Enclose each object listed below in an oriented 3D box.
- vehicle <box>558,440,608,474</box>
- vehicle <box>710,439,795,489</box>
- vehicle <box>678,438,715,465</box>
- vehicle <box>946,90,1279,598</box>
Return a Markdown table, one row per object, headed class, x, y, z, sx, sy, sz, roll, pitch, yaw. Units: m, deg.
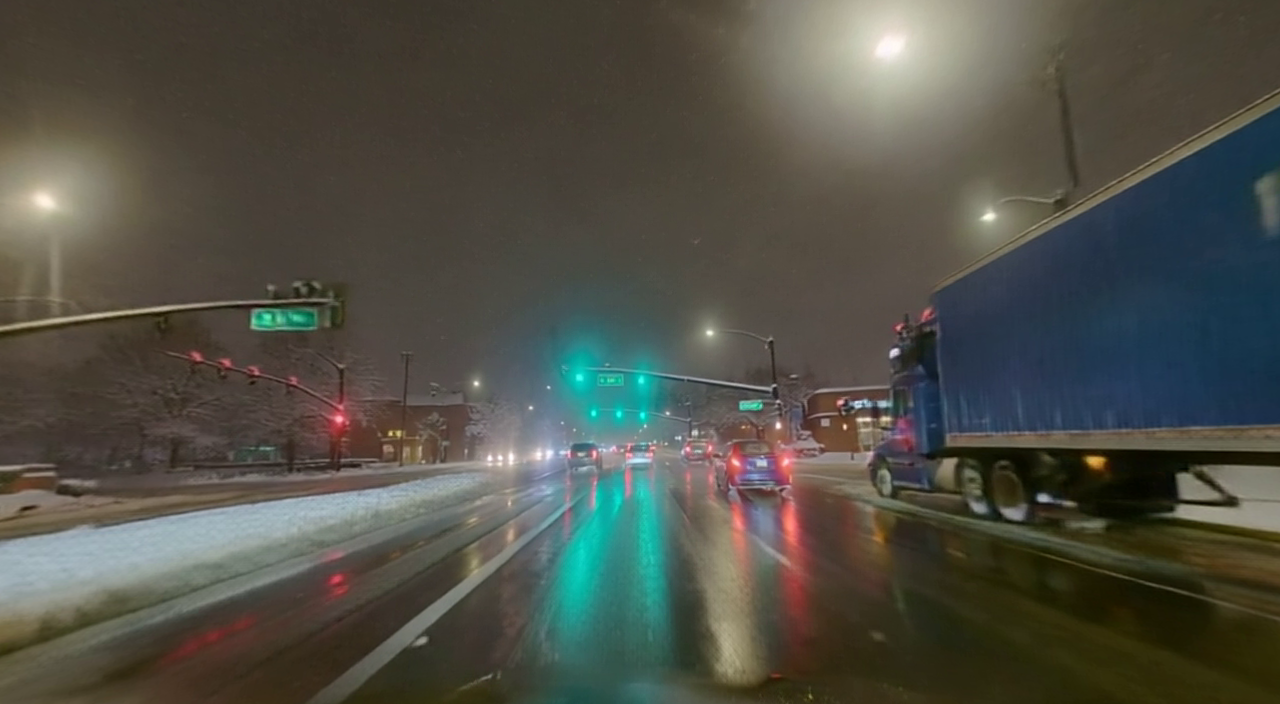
| class | x | y | z | sx | sy | sz | roll | pitch | yaw |
| --- | --- | --- | --- | --- | --- | --- | --- | --- | --- |
| vehicle | -2.712 | 5.104 | 30.911 | 2.003 | 1.509 | 4.396 | 0 | -8 | 1 |
| vehicle | 3.573 | 3.630 | 20.747 | 1.972 | 1.452 | 4.189 | 0 | -8 | -1 |
| vehicle | 3.735 | 6.628 | 42.042 | 2.050 | 1.683 | 3.990 | 0 | -8 | 0 |
| vehicle | 7.096 | -0.518 | 2.336 | 3.383 | 4.268 | 17.469 | 0 | -8 | 1 |
